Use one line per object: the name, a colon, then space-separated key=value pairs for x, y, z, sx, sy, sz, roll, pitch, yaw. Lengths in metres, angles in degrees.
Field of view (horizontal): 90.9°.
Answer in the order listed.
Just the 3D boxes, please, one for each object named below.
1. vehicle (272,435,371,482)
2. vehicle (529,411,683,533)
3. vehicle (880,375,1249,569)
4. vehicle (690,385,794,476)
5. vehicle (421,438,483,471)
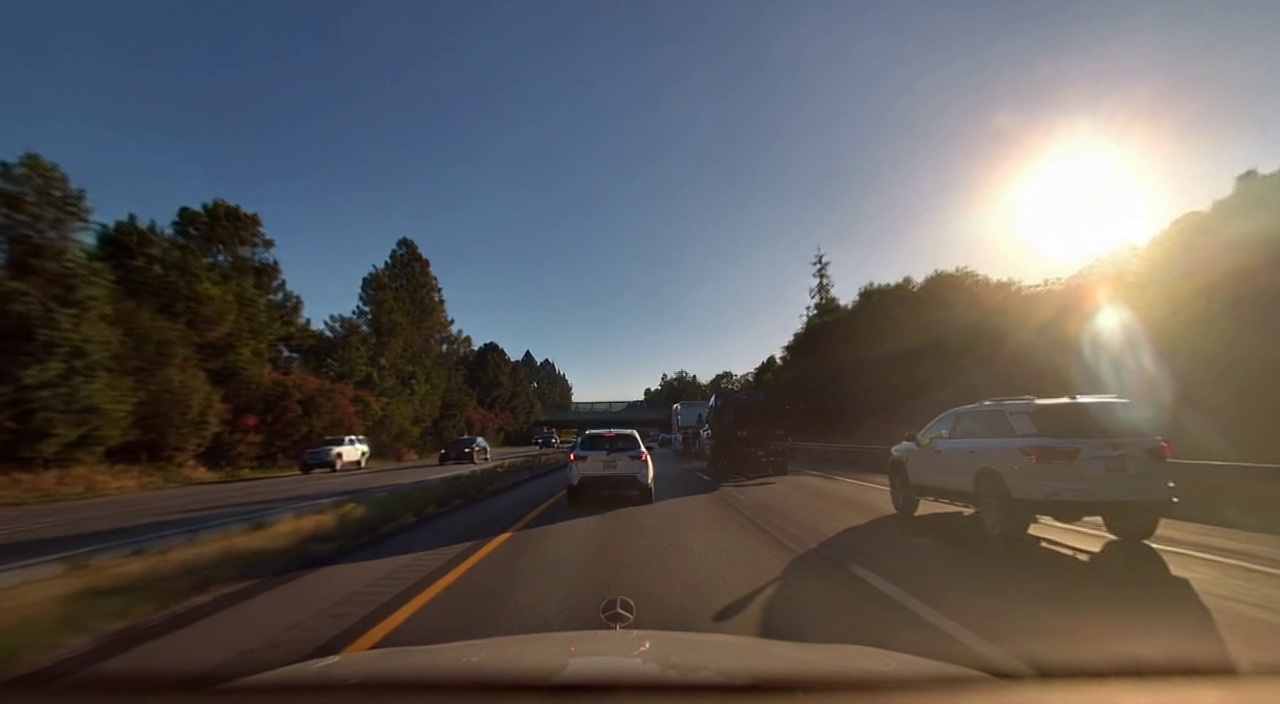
vehicle: x=-13.433 y=4.476 z=26.901 sx=1.949 sy=1.833 sz=4.237 roll=0 pitch=-8 yaw=0
vehicle: x=-0.496 y=1.904 z=10.665 sx=2.082 sy=1.638 sz=4.055 roll=0 pitch=-8 yaw=-1
vehicle: x=4.946 y=1.430 z=8.231 sx=2.011 sy=1.905 sz=3.905 roll=0 pitch=-8 yaw=-1
vehicle: x=3.735 y=3.172 z=25.258 sx=2.723 sy=3.027 sz=8.478 roll=0 pitch=-8 yaw=0
vehicle: x=-8.840 y=4.828 z=29.990 sx=1.756 sy=1.446 sz=3.661 roll=0 pitch=-8 yaw=1
